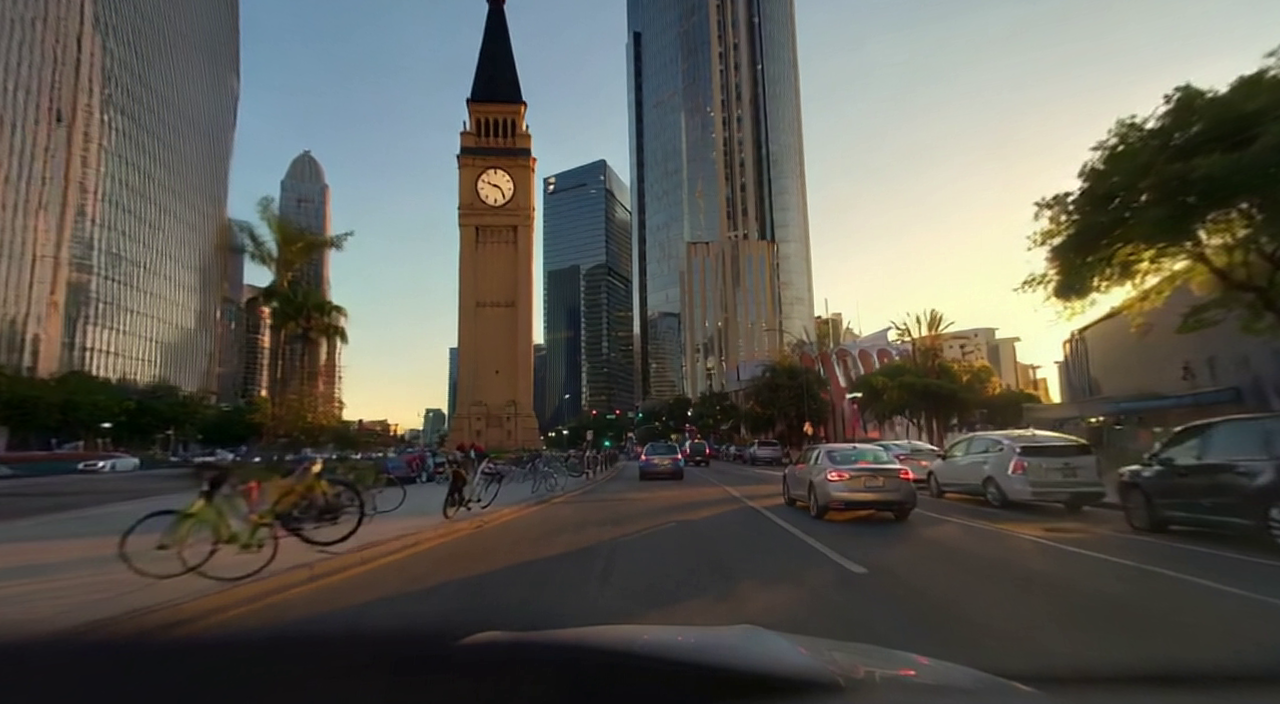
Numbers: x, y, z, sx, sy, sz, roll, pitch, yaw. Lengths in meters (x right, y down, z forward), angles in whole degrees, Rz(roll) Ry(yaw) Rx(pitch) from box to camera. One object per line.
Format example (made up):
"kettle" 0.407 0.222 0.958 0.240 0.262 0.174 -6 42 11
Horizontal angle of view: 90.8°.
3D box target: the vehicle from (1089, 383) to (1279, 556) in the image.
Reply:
"vehicle" 9.145 1.597 8.752 2.093 2.154 5.193 -1 -9 2

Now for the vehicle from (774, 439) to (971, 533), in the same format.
"vehicle" 4.278 2.530 12.630 2.116 1.500 4.702 0 -9 0

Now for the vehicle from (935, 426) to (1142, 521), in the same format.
"vehicle" 9.401 2.880 15.565 2.041 1.941 4.884 -1 -9 3

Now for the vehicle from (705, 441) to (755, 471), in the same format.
"vehicle" 5.113 5.990 36.489 1.981 1.572 4.718 0 -9 -2

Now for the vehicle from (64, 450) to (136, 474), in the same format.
"vehicle" -41.650 8.444 48.884 2.006 1.732 4.736 1 -9 -10

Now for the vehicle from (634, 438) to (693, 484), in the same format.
"vehicle" 0.887 4.209 24.609 2.111 1.605 3.832 0 -9 1
